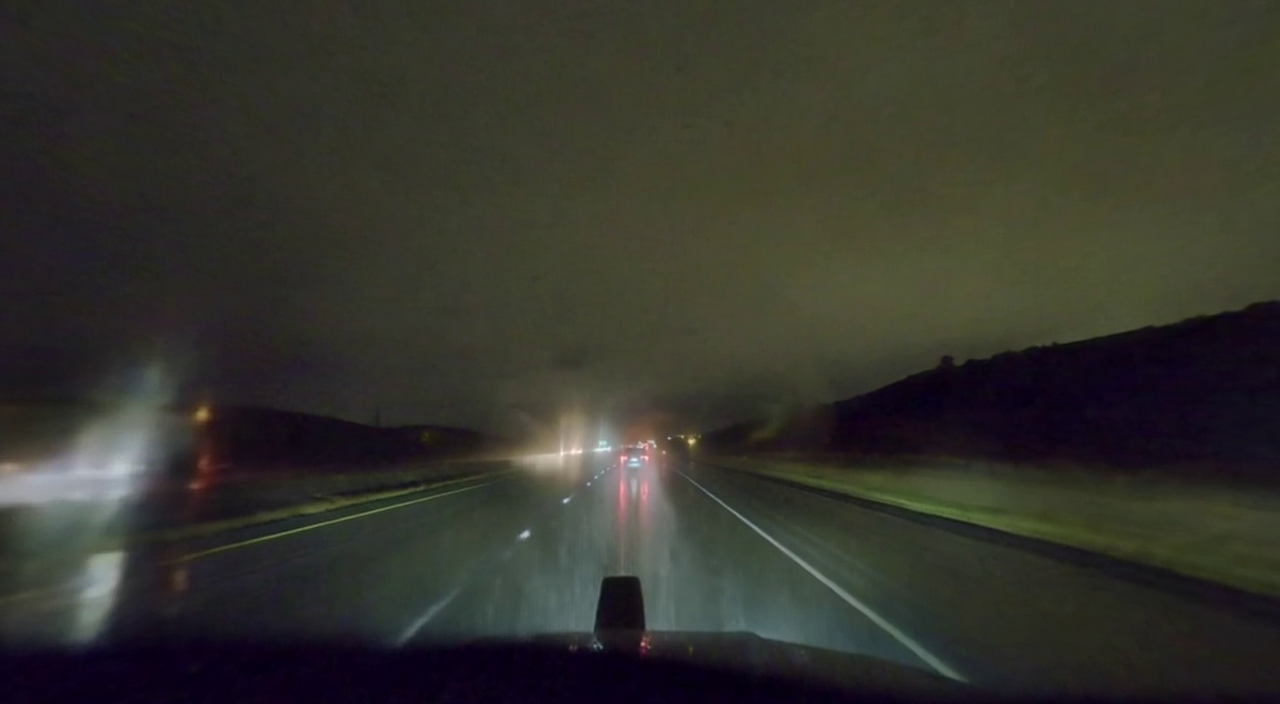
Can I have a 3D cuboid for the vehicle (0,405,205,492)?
[{"bbox_3d":[-32.730,5.644,36.706,2.970,4.217,16.310,0,-9,0],"label":"vehicle"}]
